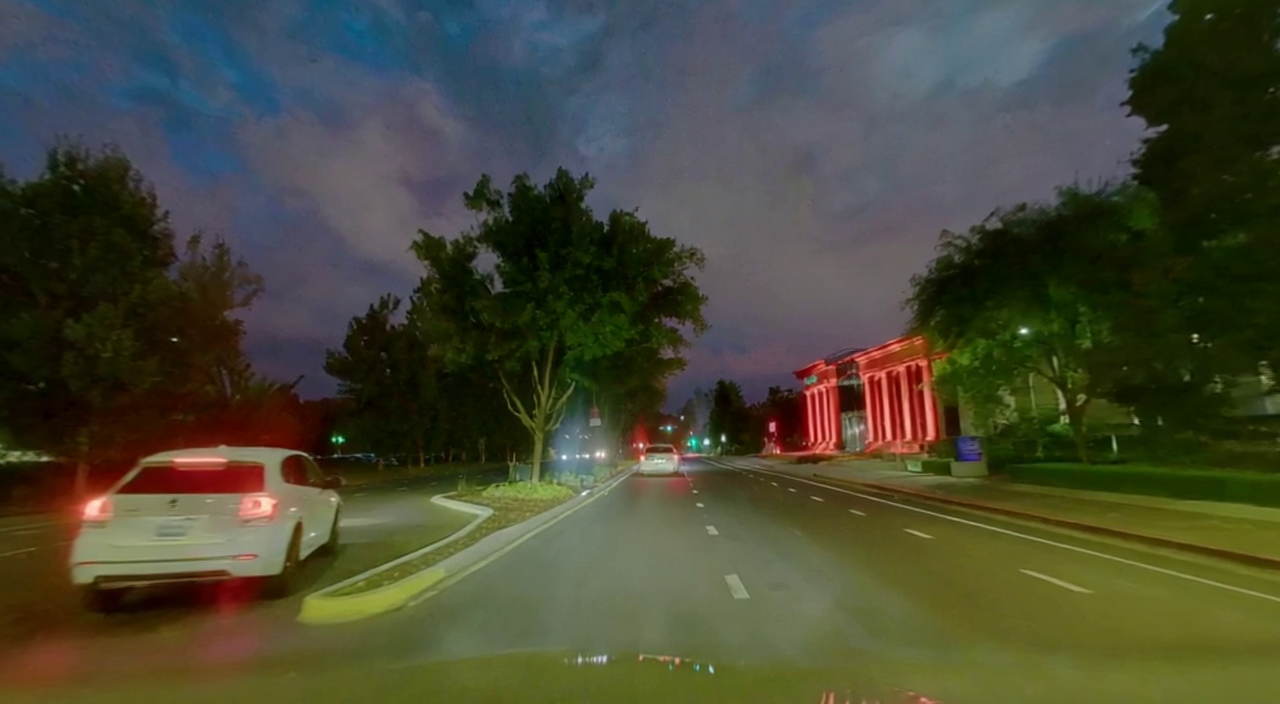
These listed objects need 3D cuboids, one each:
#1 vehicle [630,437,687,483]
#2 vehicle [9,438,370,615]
[{"bbox_3d":[0.777,4.385,25.857,2.123,1.703,4.292,-1,-8,3],"label":"vehicle"},{"bbox_3d":[-4.984,1.883,8.018,1.966,1.511,4.698,2,-9,-13],"label":"vehicle"}]
